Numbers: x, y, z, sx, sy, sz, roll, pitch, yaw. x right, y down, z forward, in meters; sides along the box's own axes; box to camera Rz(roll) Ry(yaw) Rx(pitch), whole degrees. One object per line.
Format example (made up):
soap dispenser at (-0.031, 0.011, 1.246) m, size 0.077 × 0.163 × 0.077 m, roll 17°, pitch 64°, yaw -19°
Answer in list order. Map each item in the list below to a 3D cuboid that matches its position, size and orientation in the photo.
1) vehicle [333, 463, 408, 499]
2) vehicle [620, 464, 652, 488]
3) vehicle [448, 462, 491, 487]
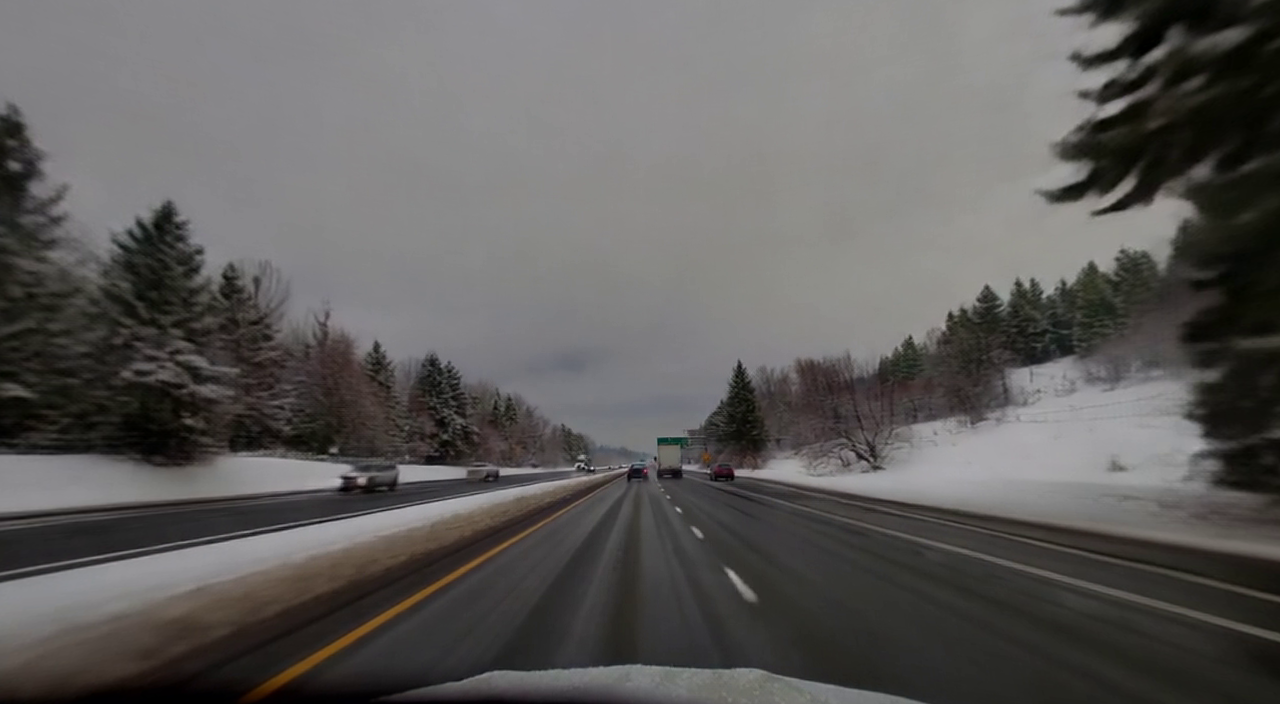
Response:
vehicle at (-13.719, 6.605, 32.348) m, size 1.934 × 1.679 × 4.086 m, roll 1°, pitch -10°, yaw 0°
vehicle at (-0.276, 8.118, 41.280) m, size 2.025 × 1.452 × 3.927 m, roll 1°, pitch -10°, yaw -1°
vehicle at (-13.197, 9.519, 48.994) m, size 2.114 × 1.757 × 4.350 m, roll 1°, pitch -10°, yaw -1°
